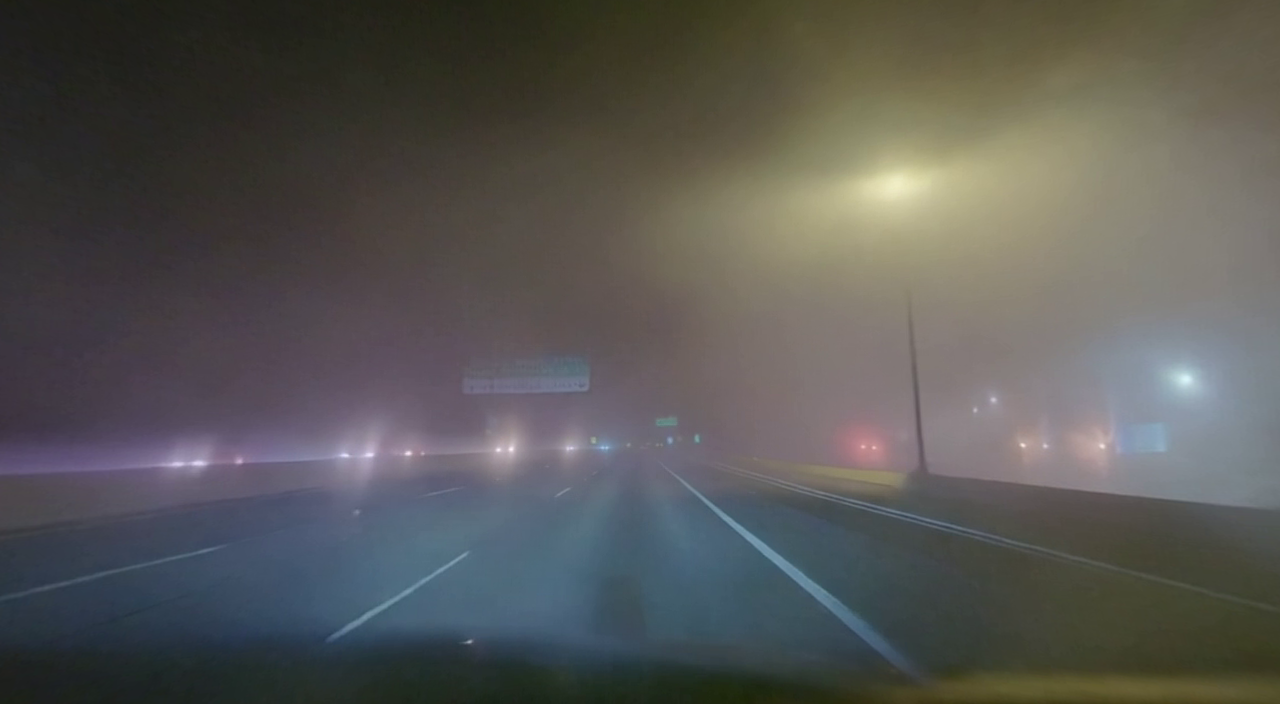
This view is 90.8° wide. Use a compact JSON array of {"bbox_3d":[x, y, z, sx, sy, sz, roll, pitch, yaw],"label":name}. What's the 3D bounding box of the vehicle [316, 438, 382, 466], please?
[{"bbox_3d":[-17.442,5.995,38.067,1.861,1.565,4.374,0,-8,0],"label":"vehicle"}]
